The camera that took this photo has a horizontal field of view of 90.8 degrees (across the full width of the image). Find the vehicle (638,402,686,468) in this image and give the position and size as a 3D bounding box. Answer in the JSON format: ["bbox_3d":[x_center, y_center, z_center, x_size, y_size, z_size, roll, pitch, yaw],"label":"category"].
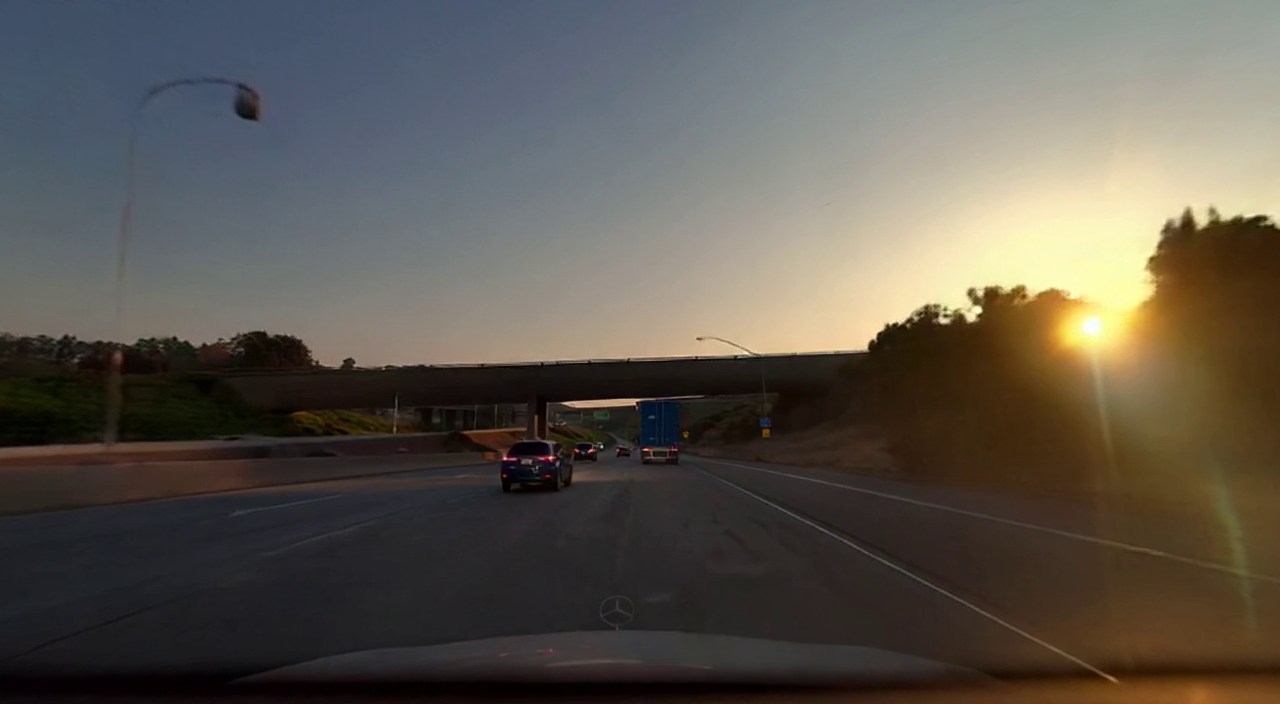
[{"bbox_3d":[1.462,5.896,44.385,2.964,4.063,10.072,0,-9,1],"label":"vehicle"}]

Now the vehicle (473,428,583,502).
[{"bbox_3d":[-2.807,2.967,16.974,2.077,1.716,4.514,0,-9,1],"label":"vehicle"}]
